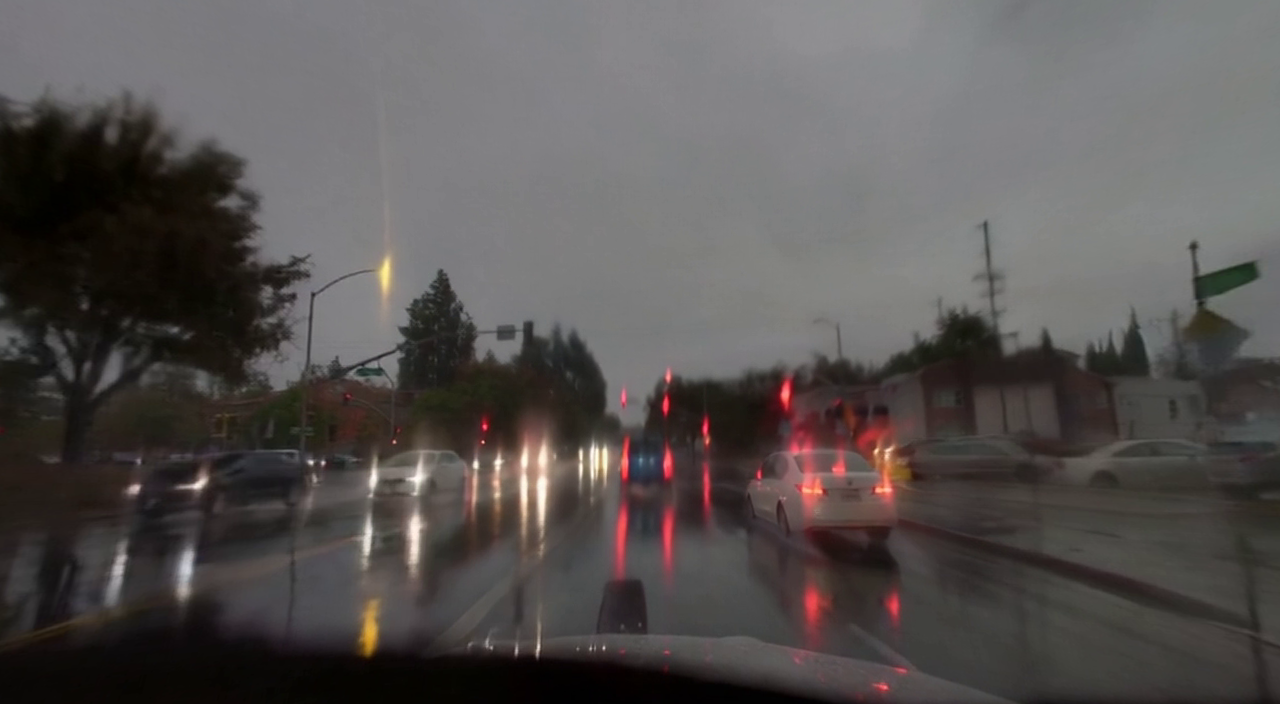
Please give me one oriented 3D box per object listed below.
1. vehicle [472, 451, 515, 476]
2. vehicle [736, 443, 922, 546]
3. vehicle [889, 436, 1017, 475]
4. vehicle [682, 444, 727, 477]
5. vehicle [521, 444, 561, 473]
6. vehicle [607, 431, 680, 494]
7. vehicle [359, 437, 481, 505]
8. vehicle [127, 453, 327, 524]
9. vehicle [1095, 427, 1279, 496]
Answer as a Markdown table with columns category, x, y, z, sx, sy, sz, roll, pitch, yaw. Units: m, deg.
| category | x | y | z | sx | sy | sz | roll | pitch | yaw |
| --- | --- | --- | --- | --- | --- | --- | --- | --- | --- |
| vehicle | -10.145 | 7.700 | 43.664 | 1.943 | 1.552 | 4.670 | 0 | -9 | -1 |
| vehicle | 3.123 | 2.425 | 11.483 | 1.900 | 1.478 | 4.425 | 0 | -9 | -2 |
| vehicle | 13.669 | 4.535 | 27.593 | 4.507 | 1.610 | 2.045 | 0 | -9 | -1 |
| vehicle | 3.614 | 6.151 | 35.938 | 2.138 | 1.729 | 4.178 | 0 | -9 | -1 |
| vehicle | -6.653 | 7.227 | 42.695 | 1.957 | 1.836 | 4.434 | 0 | -9 | 1 |
| vehicle | 0.105 | 3.789 | 21.848 | 2.296 | 1.947 | 4.168 | 0 | -9 | 0 |
| vehicle | -6.451 | 3.526 | 19.023 | 2.092 | 1.802 | 4.270 | 0 | -9 | 1 |
| vehicle | -10.010 | 3.298 | 15.770 | 1.962 | 1.458 | 4.505 | 0 | -9 | 0 |
| vehicle | 13.661 | 2.520 | 14.592 | 4.772 | 1.447 | 1.747 | 0 | -8 | 1 |
